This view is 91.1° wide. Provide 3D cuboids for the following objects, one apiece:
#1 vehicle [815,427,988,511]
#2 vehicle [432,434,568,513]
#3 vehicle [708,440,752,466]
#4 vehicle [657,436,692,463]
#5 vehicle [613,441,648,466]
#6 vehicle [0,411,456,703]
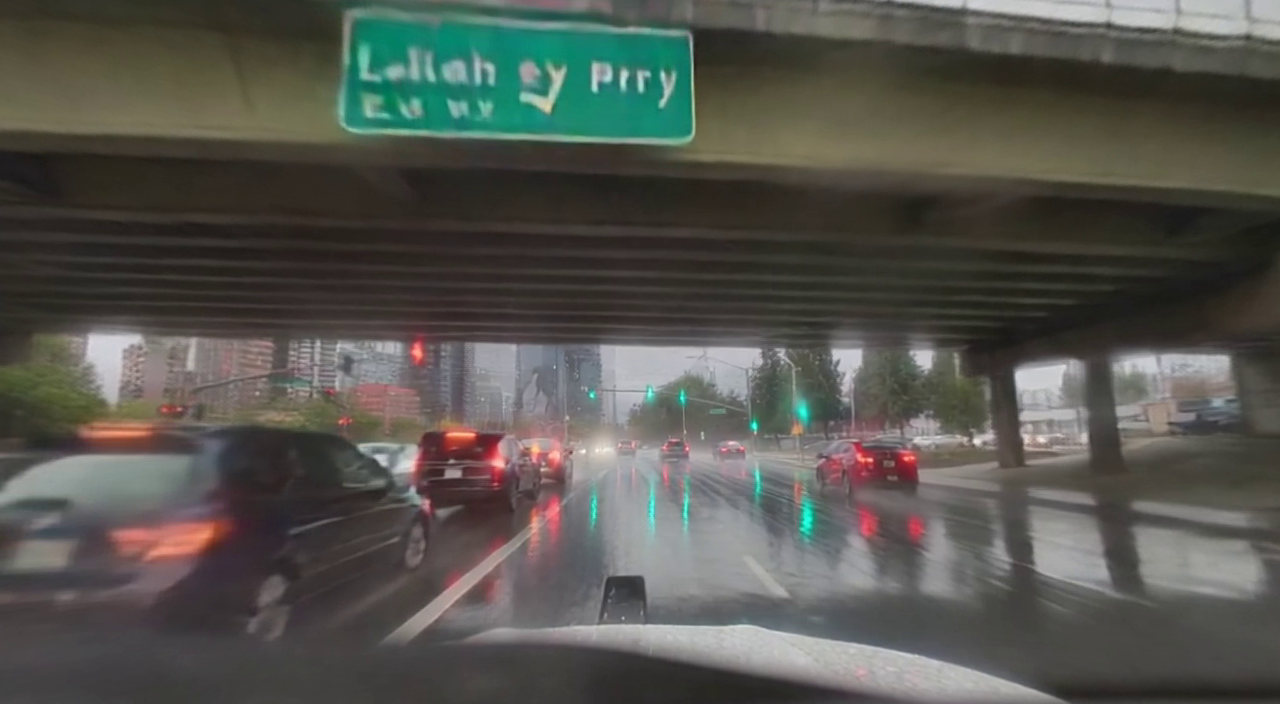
[{"bbox_3d":[5.796,2.650,14.684,2.056,1.624,4.498,0,-9,-1],"label":"vehicle"},{"bbox_3d":[-2.927,2.649,14.200,1.980,1.491,4.351,0,-9,1],"label":"vehicle"},{"bbox_3d":[5.504,6.247,38.966,1.924,1.527,4.268,0,-9,-2],"label":"vehicle"},{"bbox_3d":[2.348,6.814,43.862,2.034,1.762,4.420,0,-9,-2],"label":"vehicle"},{"bbox_3d":[-0.612,6.243,38.807,2.026,1.453,3.780,0,-9,-2],"label":"vehicle"},{"bbox_3d":[-3.245,1.349,5.295,2.041,1.466,4.212,0,-9,1],"label":"vehicle"}]
